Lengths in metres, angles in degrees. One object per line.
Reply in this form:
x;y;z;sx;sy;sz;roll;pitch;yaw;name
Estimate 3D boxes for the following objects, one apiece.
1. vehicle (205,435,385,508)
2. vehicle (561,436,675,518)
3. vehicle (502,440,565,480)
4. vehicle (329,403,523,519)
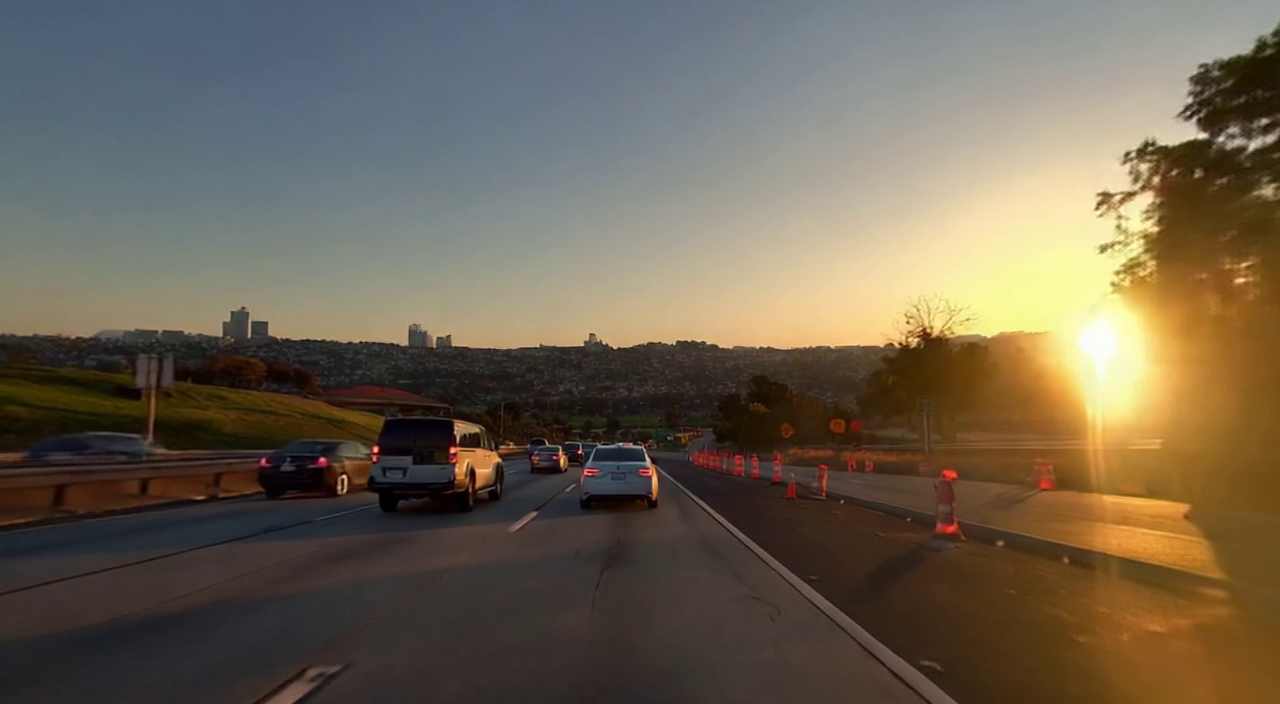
-8.035;2.801;15.286;1.930;1.506;4.279;0;-8;0;vehicle
-0.432;2.577;13.552;2.069;1.484;3.918;0;-9;-1;vehicle
-4.180;4.320;25.452;1.824;1.459;4.007;0;-9;0;vehicle
-4.274;2.344;13.995;2.324;2.012;5.740;0;-9;-1;vehicle
